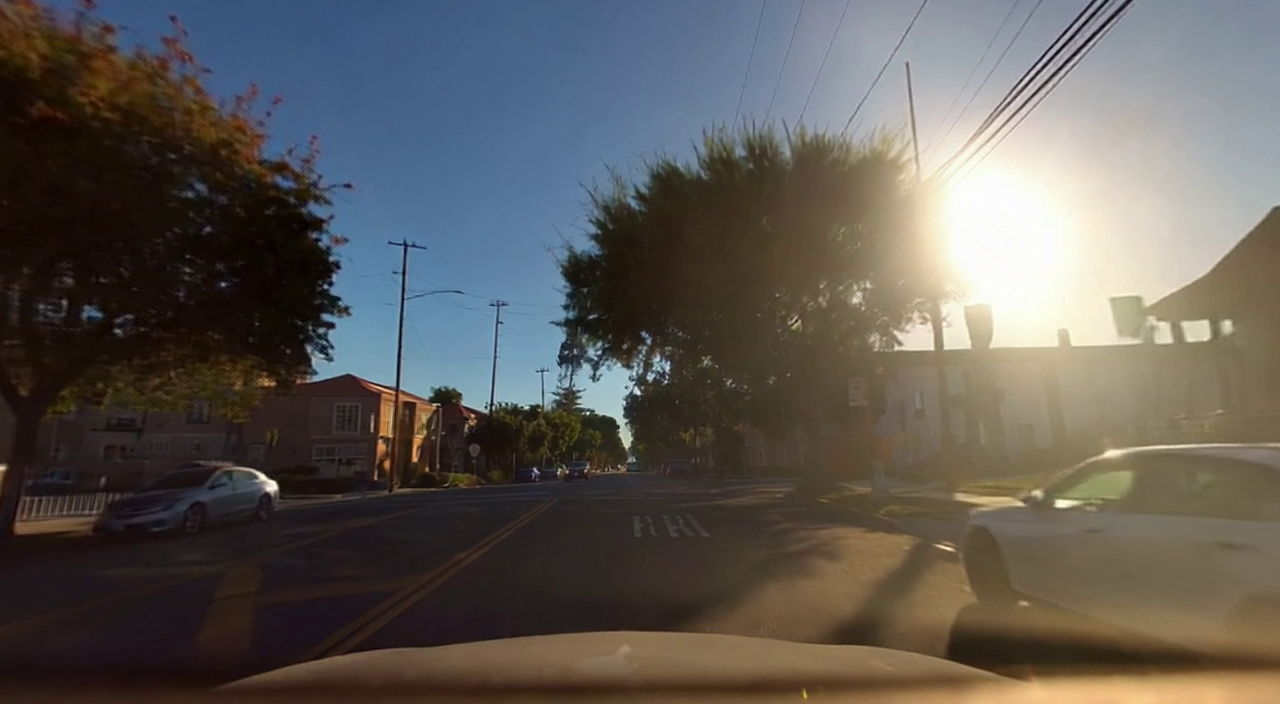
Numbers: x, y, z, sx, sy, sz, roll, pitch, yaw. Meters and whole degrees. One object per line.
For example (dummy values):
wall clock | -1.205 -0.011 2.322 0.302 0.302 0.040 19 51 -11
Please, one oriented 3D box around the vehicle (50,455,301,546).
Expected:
vehicle | -9.440 3.006 13.515 2.000 1.495 4.687 0 -9 -3

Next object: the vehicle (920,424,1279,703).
vehicle | 3.823 1.240 4.011 1.946 1.468 4.721 0 -9 0

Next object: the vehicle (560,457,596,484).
vehicle | -4.202 8.098 43.247 2.108 1.651 4.176 0 -9 -1
